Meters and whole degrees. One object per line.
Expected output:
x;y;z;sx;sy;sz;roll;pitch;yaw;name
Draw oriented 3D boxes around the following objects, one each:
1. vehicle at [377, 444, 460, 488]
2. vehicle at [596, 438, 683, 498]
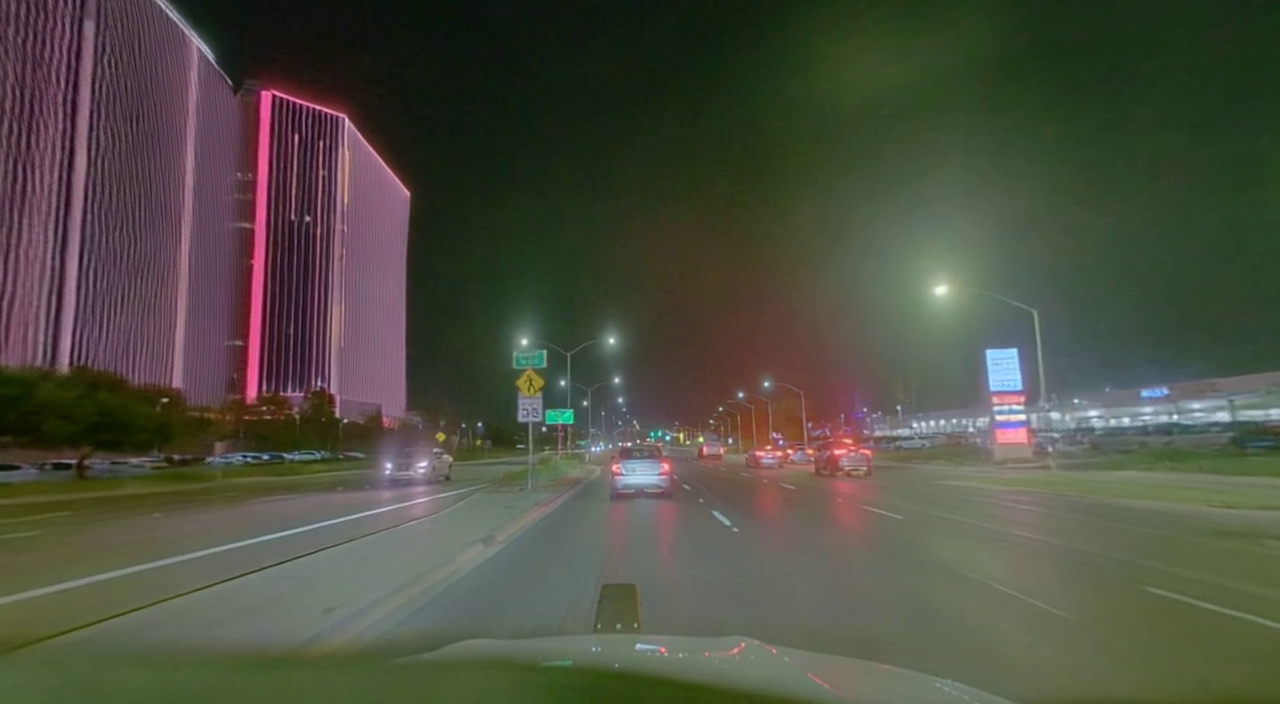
-9.137;4.680;26.371;1.903;1.476;4.395;-5;-8;-1;vehicle
-0.048;3.168;17.590;2.126;1.475;3.967;0;-8;-1;vehicle
